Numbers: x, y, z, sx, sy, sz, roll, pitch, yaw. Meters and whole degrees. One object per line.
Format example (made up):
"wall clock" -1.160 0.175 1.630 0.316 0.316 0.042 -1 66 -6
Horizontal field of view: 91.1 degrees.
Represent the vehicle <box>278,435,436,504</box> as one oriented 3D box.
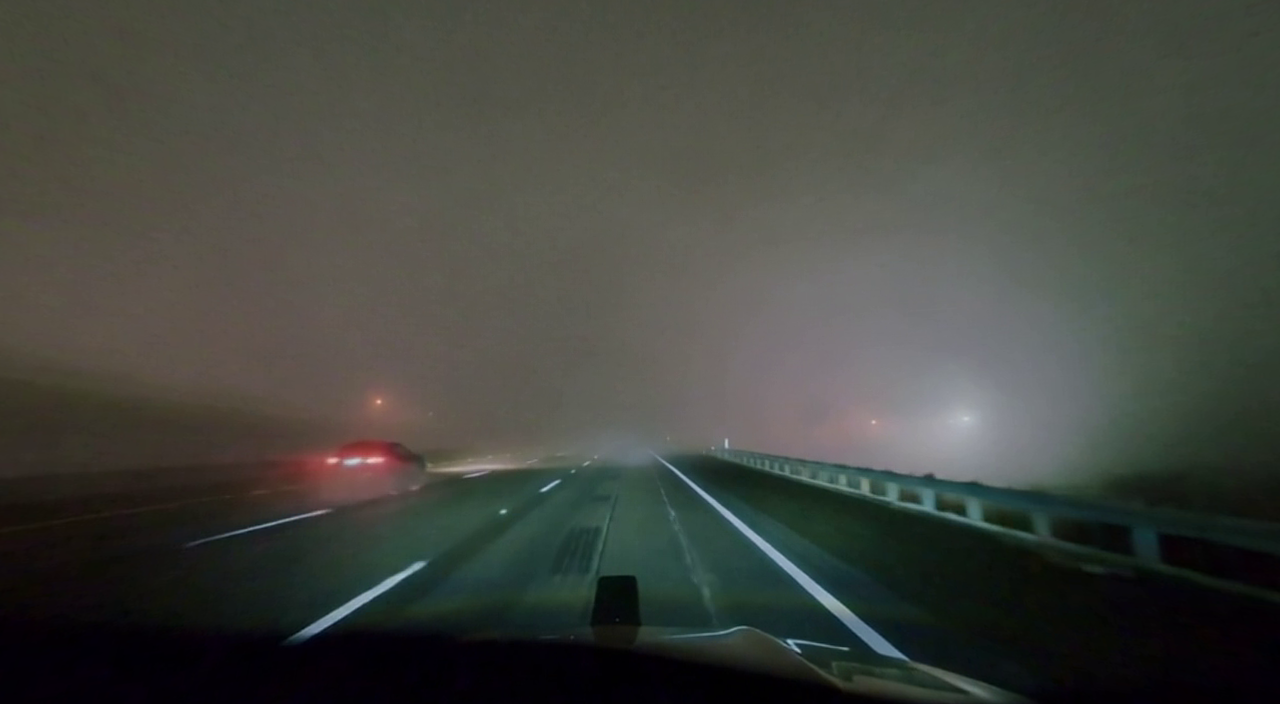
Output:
"vehicle" -6.831 2.839 15.794 1.989 1.473 4.345 0 -8 0
